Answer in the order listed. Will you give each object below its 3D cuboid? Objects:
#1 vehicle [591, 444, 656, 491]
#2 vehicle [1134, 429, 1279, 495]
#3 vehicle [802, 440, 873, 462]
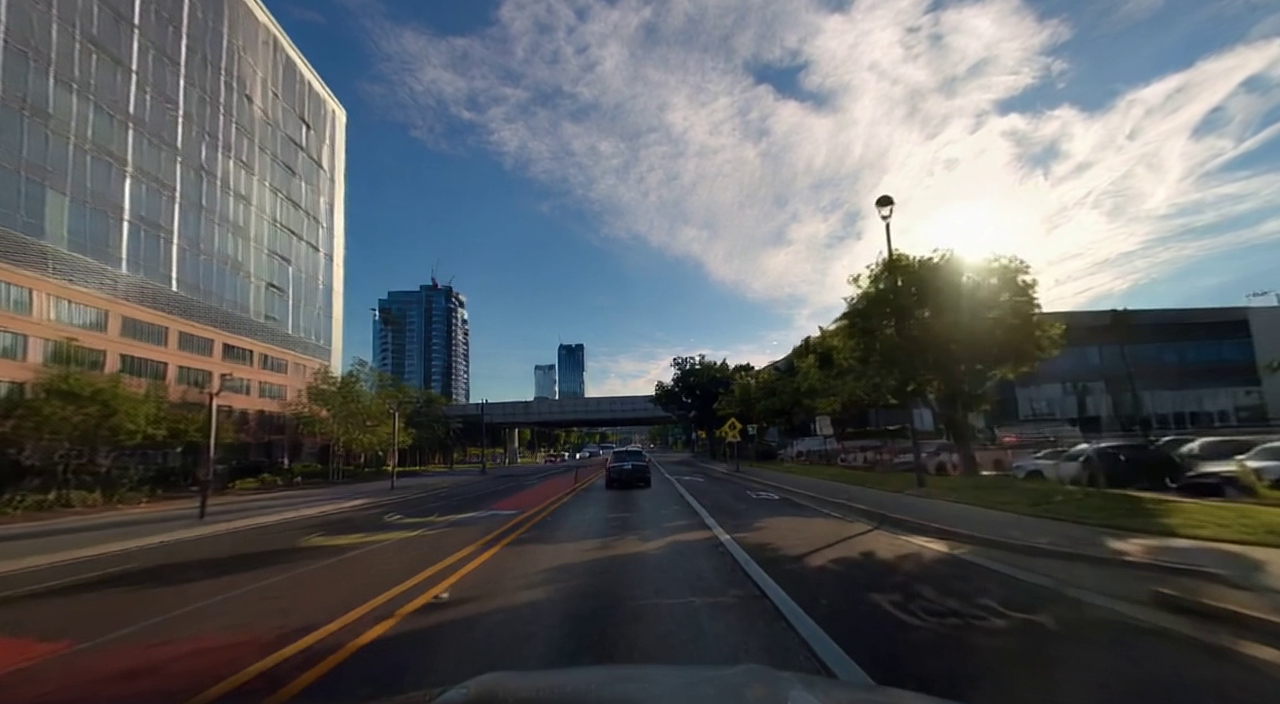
[{"bbox_3d":[-0.570,3.990,22.123,2.063,1.442,4.135,0,-9,-1],"label":"vehicle"},{"bbox_3d":[14.607,2.609,15.131,3.765,1.449,1.955,0,-9,0],"label":"vehicle"},{"bbox_3d":[13.961,7.013,44.754,4.330,1.457,1.938,-1,-9,1],"label":"vehicle"}]
